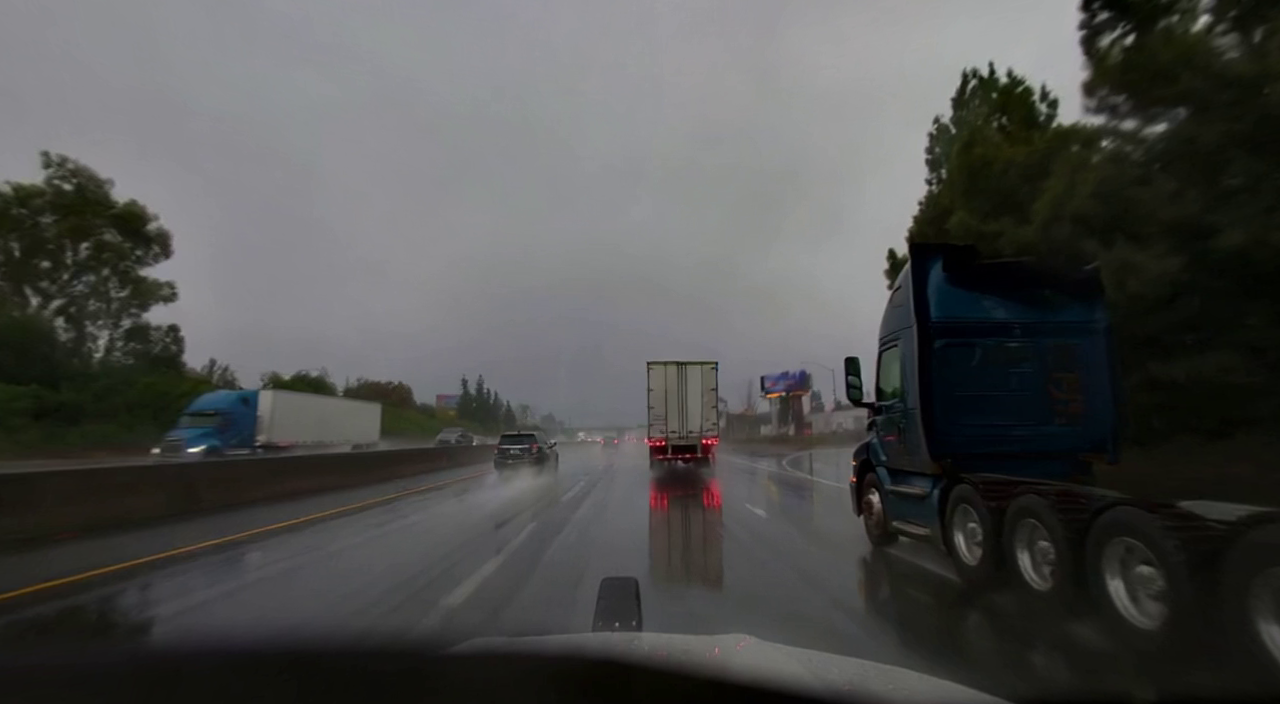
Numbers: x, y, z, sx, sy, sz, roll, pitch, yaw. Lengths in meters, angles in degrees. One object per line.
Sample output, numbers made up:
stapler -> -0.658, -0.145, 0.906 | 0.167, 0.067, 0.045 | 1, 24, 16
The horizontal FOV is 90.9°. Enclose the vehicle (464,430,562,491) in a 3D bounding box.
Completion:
vehicle -> -3.370, 2.934, 17.455 | 1.930, 1.484, 3.849 | 0, -8, 0

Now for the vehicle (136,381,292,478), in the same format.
vehicle -> -19.493, 3.629, 29.400 | 3.006, 4.031, 5.934 | 0, -8, -1

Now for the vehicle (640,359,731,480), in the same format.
vehicle -> 1.543, 2.885, 25.713 | 2.871, 3.815, 11.331 | 0, -8, 1

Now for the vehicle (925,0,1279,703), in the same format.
vehicle -> 4.534, -0.260, 1.246 | 3.070, 3.575, 9.842 | 0, -8, -2
